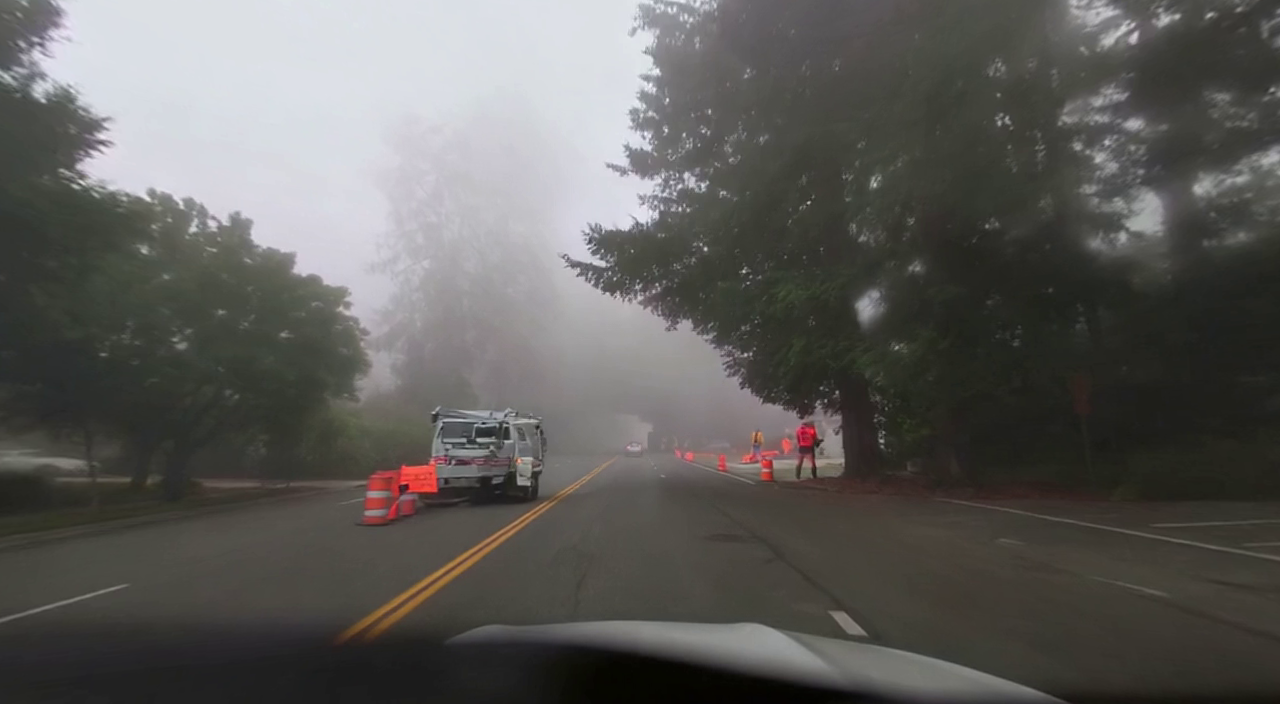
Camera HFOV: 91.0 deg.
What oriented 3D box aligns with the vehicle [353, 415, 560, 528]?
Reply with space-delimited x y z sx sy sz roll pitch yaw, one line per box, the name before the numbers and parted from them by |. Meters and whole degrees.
vehicle | -3.633 2.577 14.312 2.742 1.962 6.409 0 -8 0
